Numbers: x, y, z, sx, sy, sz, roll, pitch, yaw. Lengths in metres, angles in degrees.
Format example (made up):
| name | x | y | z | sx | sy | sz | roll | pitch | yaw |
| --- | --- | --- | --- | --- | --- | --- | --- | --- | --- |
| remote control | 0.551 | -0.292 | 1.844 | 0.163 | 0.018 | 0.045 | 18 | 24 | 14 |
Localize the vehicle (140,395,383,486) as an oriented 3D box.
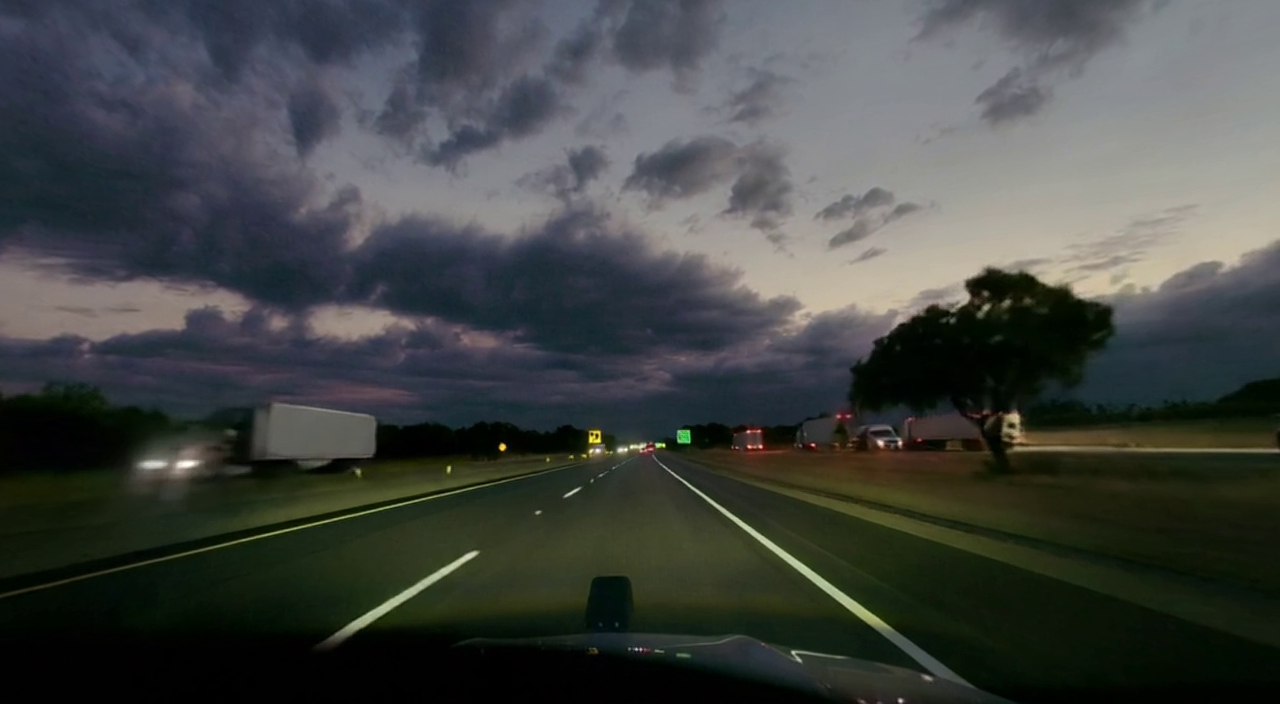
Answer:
| name | x | y | z | sx | sy | sz | roll | pitch | yaw |
| --- | --- | --- | --- | --- | --- | --- | --- | --- | --- |
| vehicle | -18.063 | 4.697 | 32.692 | 2.928 | 3.532 | 15.828 | 0 | -9 | 0 |
